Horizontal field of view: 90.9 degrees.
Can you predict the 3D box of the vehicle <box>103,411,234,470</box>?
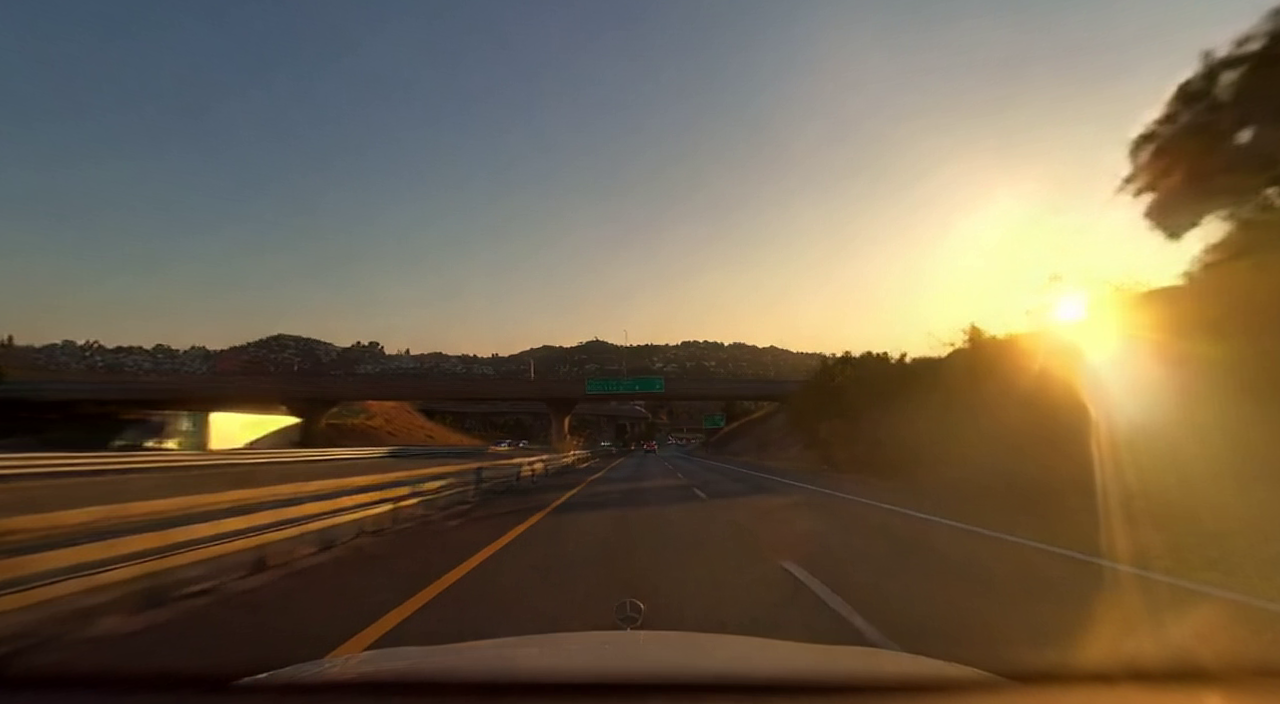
[{"bbox_3d":[-32.677,6.229,44.258,2.995,3.749,7.908,0,-8,0],"label":"vehicle"}]
